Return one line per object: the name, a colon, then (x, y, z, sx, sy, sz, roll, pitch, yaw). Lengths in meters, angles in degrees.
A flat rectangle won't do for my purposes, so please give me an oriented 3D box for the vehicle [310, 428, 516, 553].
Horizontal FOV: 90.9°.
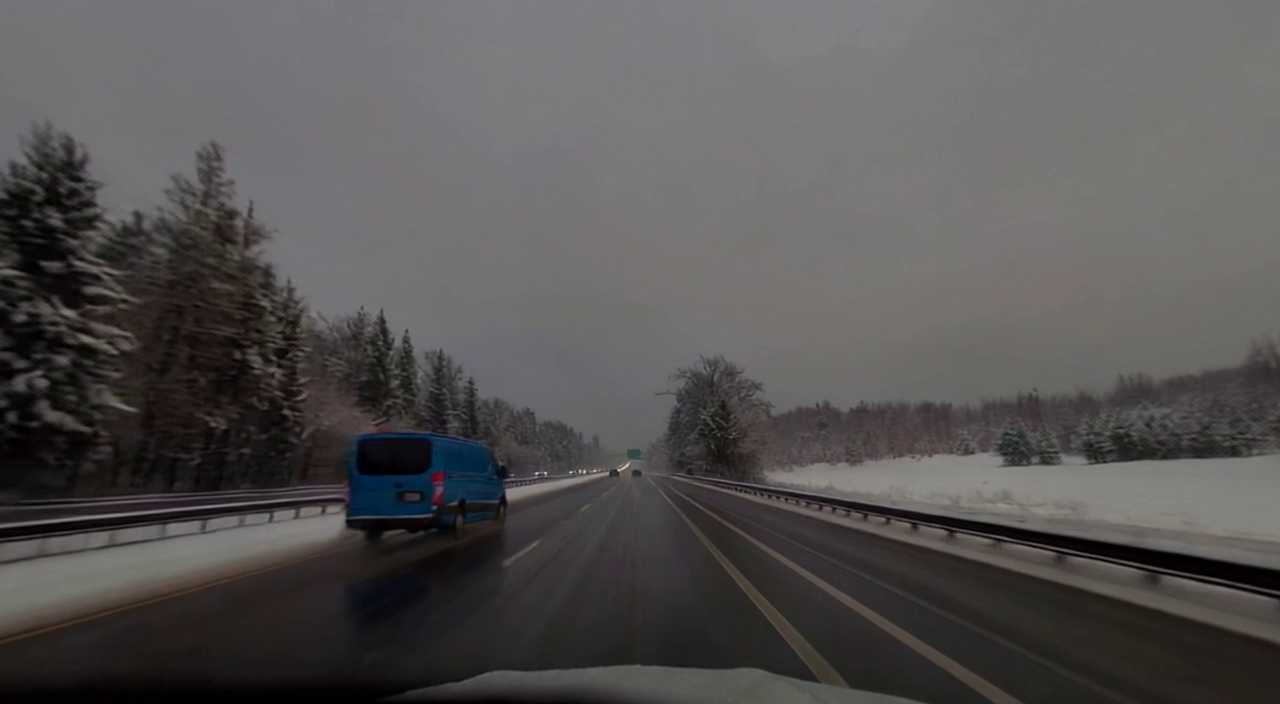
vehicle: (-3.890, 2.524, 11.886, 2.100, 1.824, 4.634, 1, -11, 0)
